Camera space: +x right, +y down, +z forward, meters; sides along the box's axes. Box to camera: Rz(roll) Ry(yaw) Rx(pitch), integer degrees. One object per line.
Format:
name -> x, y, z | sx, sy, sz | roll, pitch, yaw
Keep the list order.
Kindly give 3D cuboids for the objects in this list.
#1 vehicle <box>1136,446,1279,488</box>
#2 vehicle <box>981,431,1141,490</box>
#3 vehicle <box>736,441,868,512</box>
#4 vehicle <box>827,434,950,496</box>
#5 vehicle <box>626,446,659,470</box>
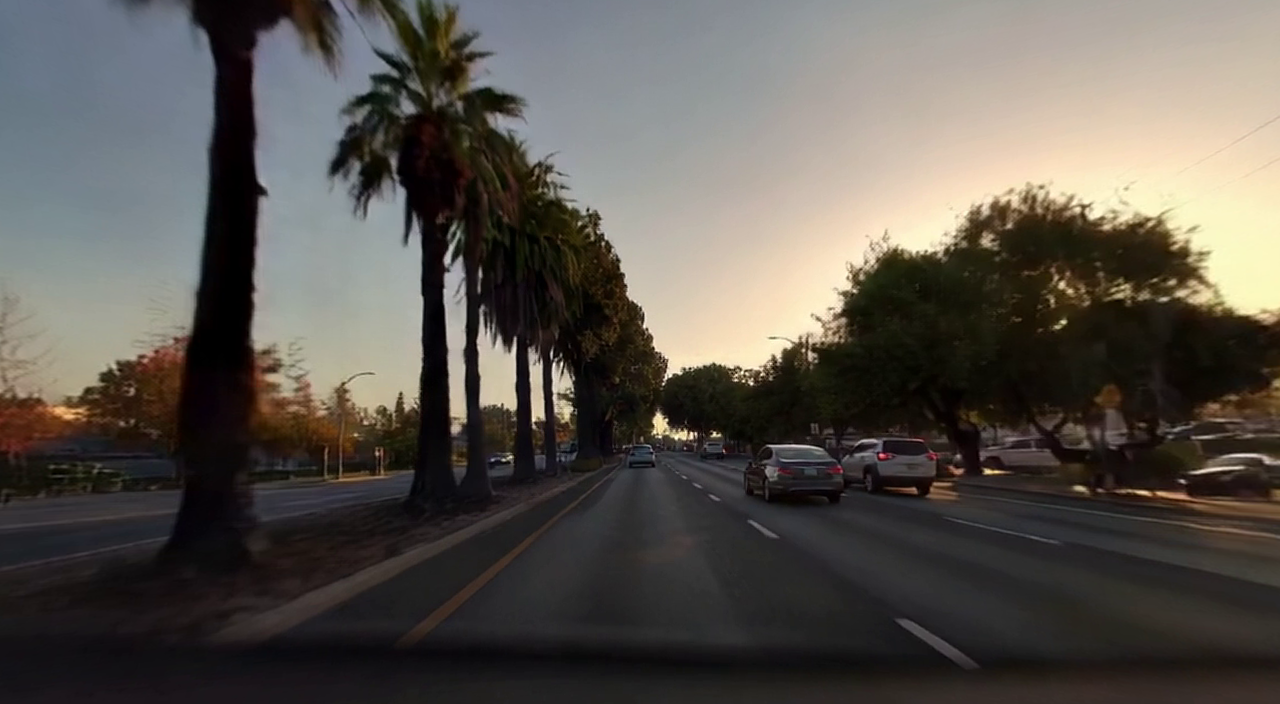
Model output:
vehicle -> 21.684, 4.314, 24.132 | 1.854, 1.411, 4.490 | 0, -9, 0
vehicle -> 15.185, 3.935, 23.267 | 2.267, 1.881, 5.087 | 0, -9, -1
vehicle -> 3.694, 2.911, 15.325 | 1.875, 1.452, 4.453 | 0, -9, -2
vehicle -> 7.355, 3.369, 19.241 | 1.916, 1.646, 4.258 | 0, -9, -1
vehicle -> 0.140, 6.872, 41.268 | 2.031, 1.444, 4.361 | 0, -8, -1
